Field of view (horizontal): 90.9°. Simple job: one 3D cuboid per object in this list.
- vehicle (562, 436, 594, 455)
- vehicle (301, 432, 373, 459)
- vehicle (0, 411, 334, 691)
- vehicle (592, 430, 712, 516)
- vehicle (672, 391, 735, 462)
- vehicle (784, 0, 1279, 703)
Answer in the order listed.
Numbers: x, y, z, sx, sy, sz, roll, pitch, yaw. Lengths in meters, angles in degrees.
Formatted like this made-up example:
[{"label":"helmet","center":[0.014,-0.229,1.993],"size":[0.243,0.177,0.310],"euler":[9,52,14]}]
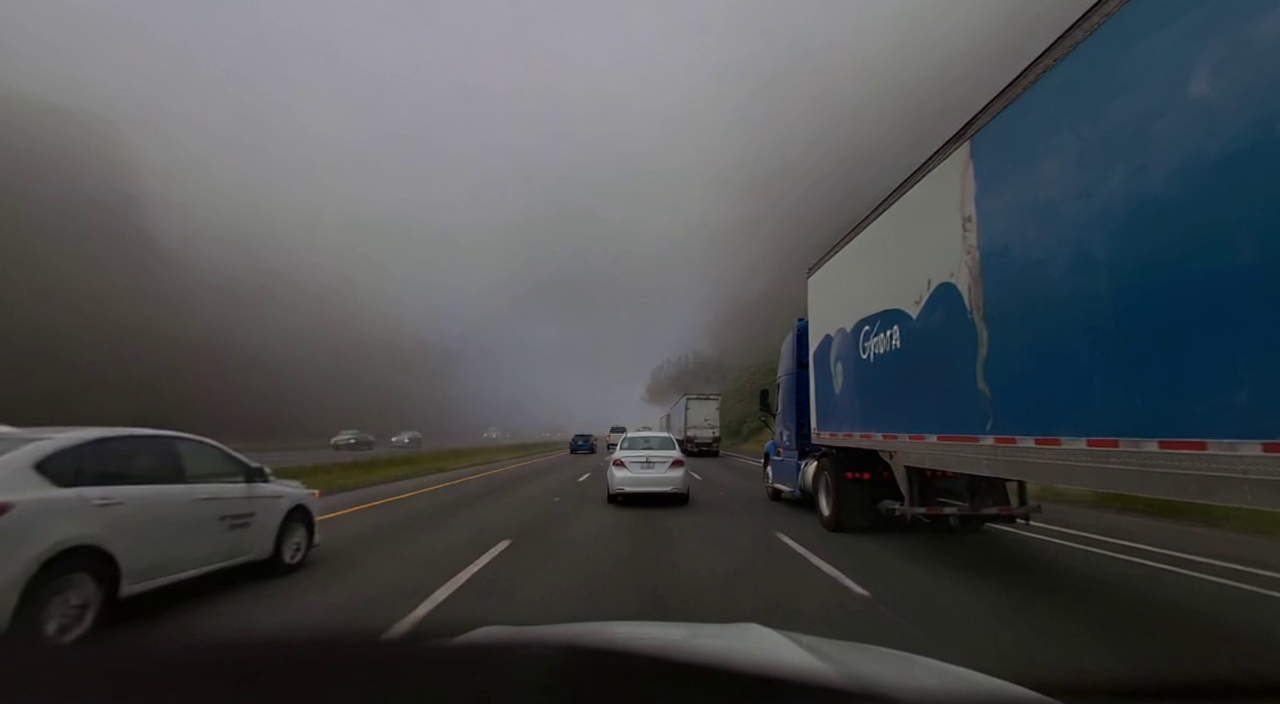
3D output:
[{"label":"vehicle","center":[-4.801,7.283,49.296],"size":[1.983,1.434,4.451],"euler":[0,-8,1]},{"label":"vehicle","center":[-17.876,5.524,37.416],"size":[1.967,1.497,4.486],"euler":[0,-8,2]},{"label":"vehicle","center":[-4.368,1.210,4.589],"size":[2.048,1.452,4.430],"euler":[0,-8,0]},{"label":"vehicle","center":[0.191,2.277,12.455],"size":[2.021,1.435,3.611],"euler":[0,-8,0]},{"label":"vehicle","center":[4.006,5.170,43.151],"size":[2.869,4.067,13.731],"euler":[0,-8,0]},{"label":"vehicle","center":[4.173,-0.014,4.748],"size":[2.816,4.070,14.136],"euler":[0,-8,0]}]
